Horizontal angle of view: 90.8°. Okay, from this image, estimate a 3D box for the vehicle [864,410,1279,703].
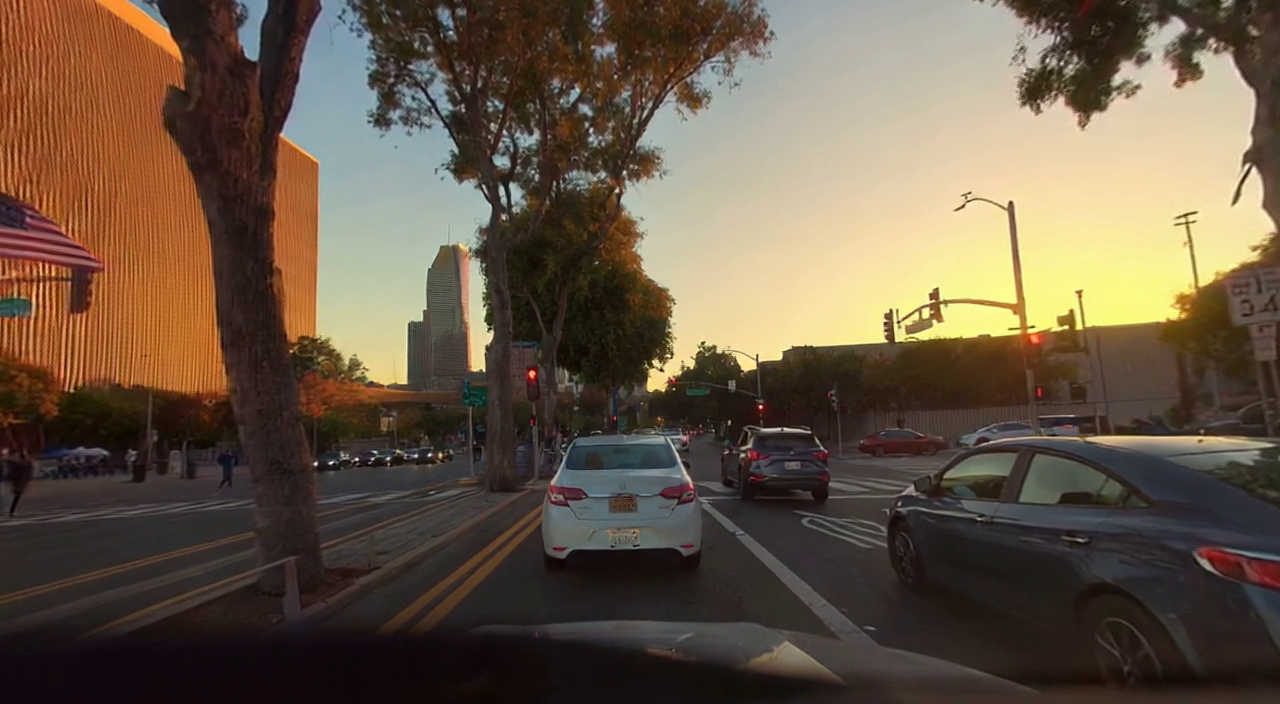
[{"bbox_3d":[3.367,1.278,4.643,1.833,1.465,4.258,0,-8,-1],"label":"vehicle"}]

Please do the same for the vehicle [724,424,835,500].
[{"bbox_3d":[3.550,2.902,17.067,1.978,1.738,4.599,0,-8,0],"label":"vehicle"}]

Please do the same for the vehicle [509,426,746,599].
[{"bbox_3d":[-0.127,1.710,7.567,2.096,1.521,3.747,0,-8,-1],"label":"vehicle"}]
